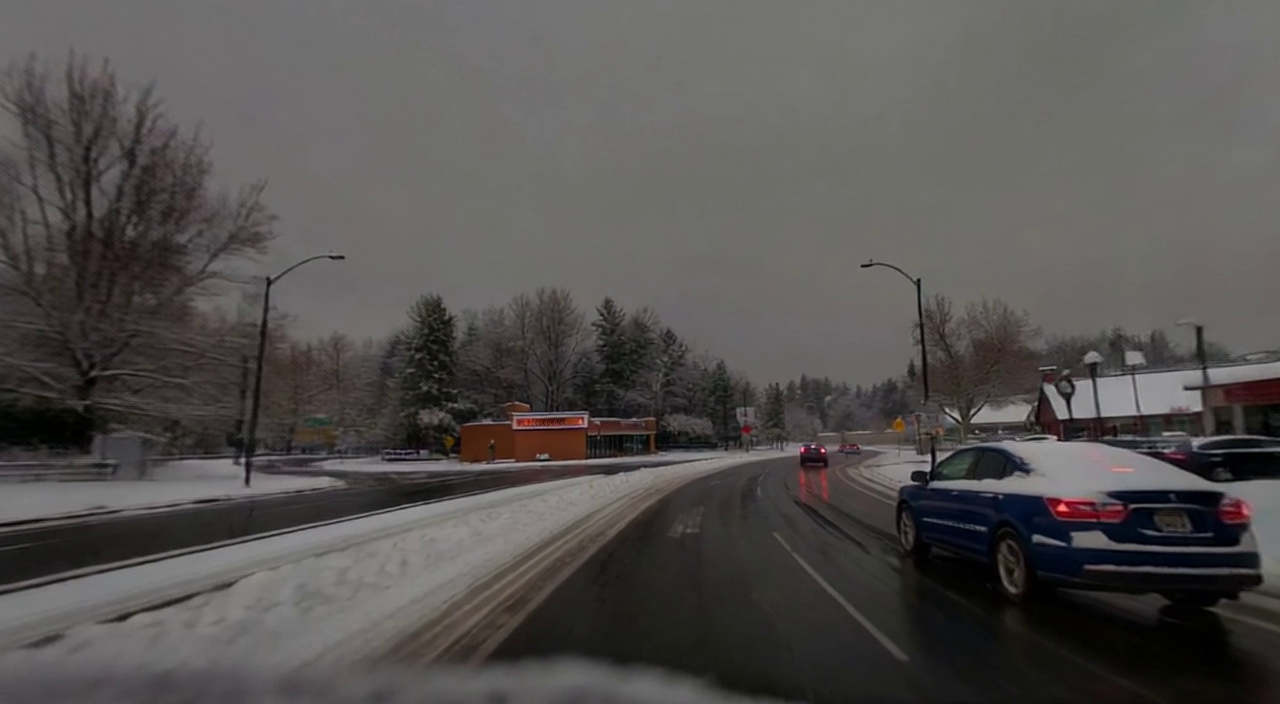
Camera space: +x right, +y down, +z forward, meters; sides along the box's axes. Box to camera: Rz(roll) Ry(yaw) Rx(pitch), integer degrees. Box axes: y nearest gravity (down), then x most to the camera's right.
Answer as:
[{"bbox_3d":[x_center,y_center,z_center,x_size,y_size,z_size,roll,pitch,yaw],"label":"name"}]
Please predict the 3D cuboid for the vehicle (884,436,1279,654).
[{"bbox_3d":[4.329,1.659,6.584,1.938,1.466,4.434,0,-9,2],"label":"vehicle"}]

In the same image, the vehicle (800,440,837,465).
[{"bbox_3d":[12.802,7.158,45.001,2.311,1.715,4.287,-3,-9,18],"label":"vehicle"}]
